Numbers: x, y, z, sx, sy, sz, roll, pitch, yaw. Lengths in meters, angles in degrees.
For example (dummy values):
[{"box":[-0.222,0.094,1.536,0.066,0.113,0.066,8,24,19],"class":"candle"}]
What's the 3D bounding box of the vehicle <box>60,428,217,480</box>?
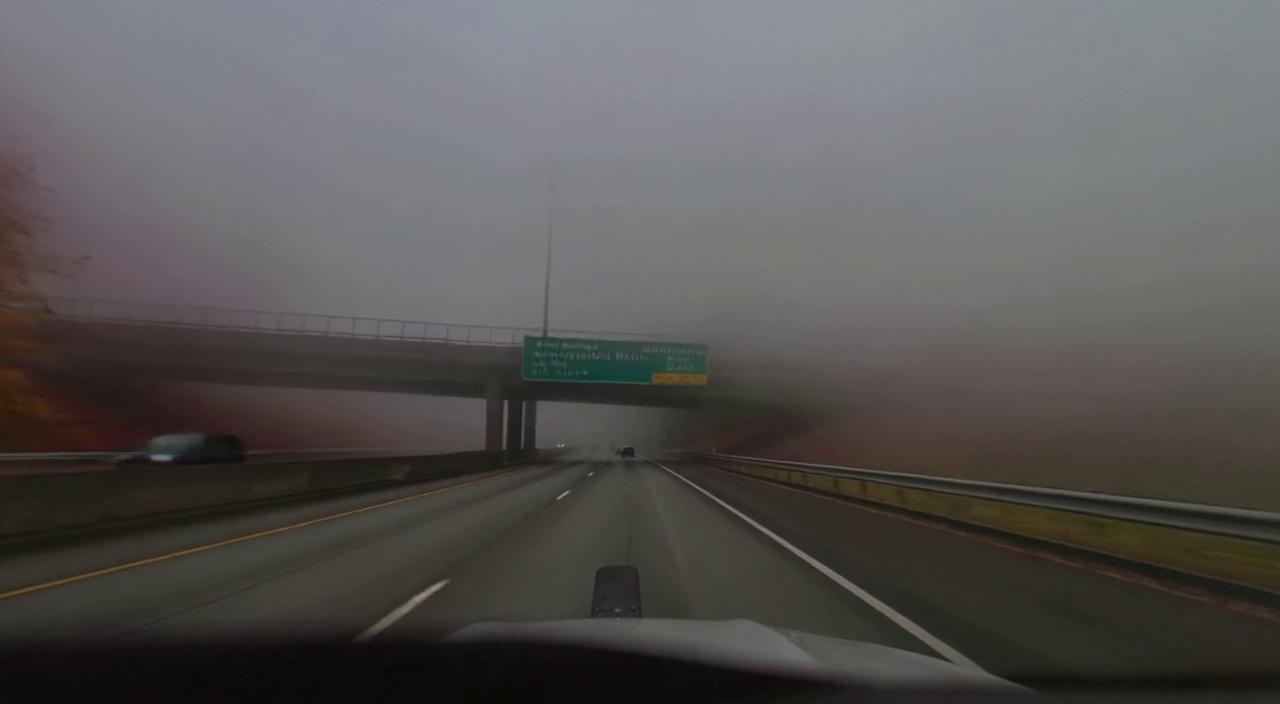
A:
[{"box":[-17.348,3.563,22.038,1.907,1.624,4.350,0,-9,0],"class":"vehicle"}]
